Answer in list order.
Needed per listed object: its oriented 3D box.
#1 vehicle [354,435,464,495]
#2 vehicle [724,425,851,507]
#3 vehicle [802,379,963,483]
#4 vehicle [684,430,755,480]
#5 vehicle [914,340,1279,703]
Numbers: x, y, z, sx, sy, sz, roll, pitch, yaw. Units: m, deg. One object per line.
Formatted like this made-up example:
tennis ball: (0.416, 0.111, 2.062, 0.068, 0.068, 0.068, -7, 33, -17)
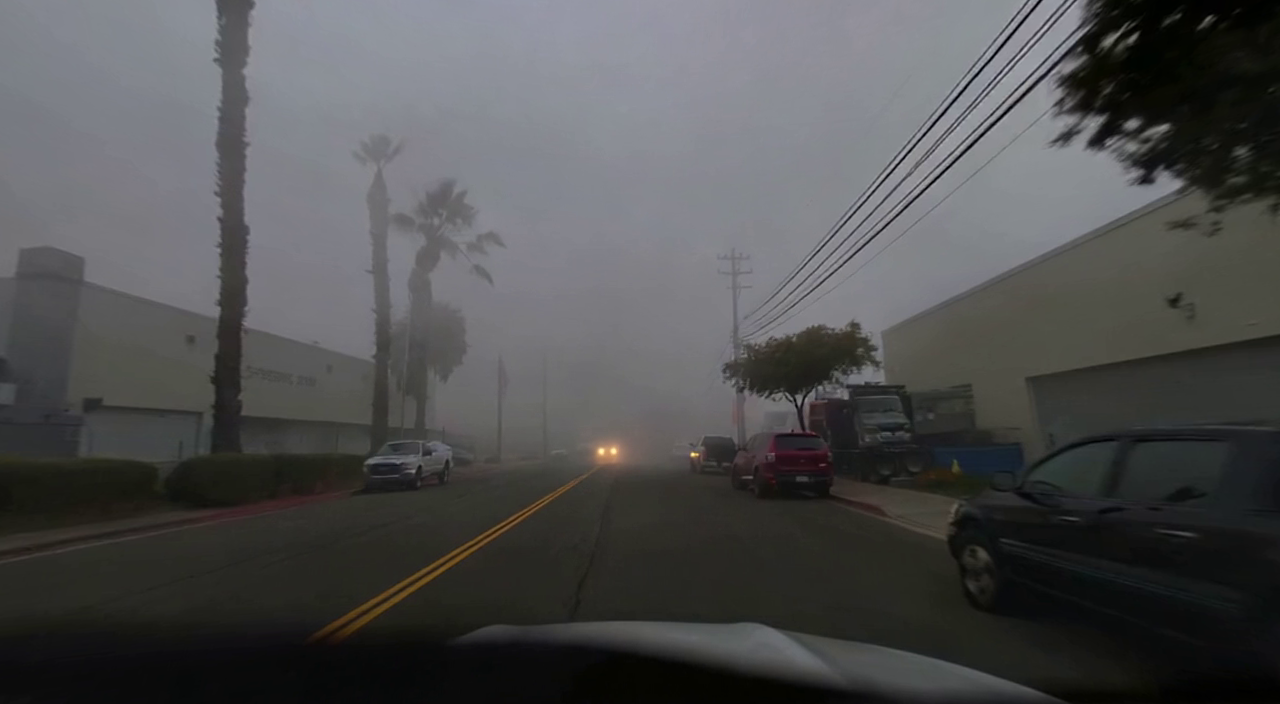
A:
vehicle: (-8.187, 4.056, 23.074, 2.105, 1.836, 5.338, -2, -9, -1)
vehicle: (3.629, 2.917, 16.604, 2.098, 1.816, 4.709, 0, -9, -1)
vehicle: (7.988, 2.827, 21.987, 2.993, 3.033, 6.781, 0, -9, 1)
vehicle: (3.403, 4.603, 28.459, 2.345, 1.969, 6.070, 0, -9, -1)
vehicle: (3.661, 0.964, 3.318, 2.069, 1.784, 5.384, 0, -9, 1)
